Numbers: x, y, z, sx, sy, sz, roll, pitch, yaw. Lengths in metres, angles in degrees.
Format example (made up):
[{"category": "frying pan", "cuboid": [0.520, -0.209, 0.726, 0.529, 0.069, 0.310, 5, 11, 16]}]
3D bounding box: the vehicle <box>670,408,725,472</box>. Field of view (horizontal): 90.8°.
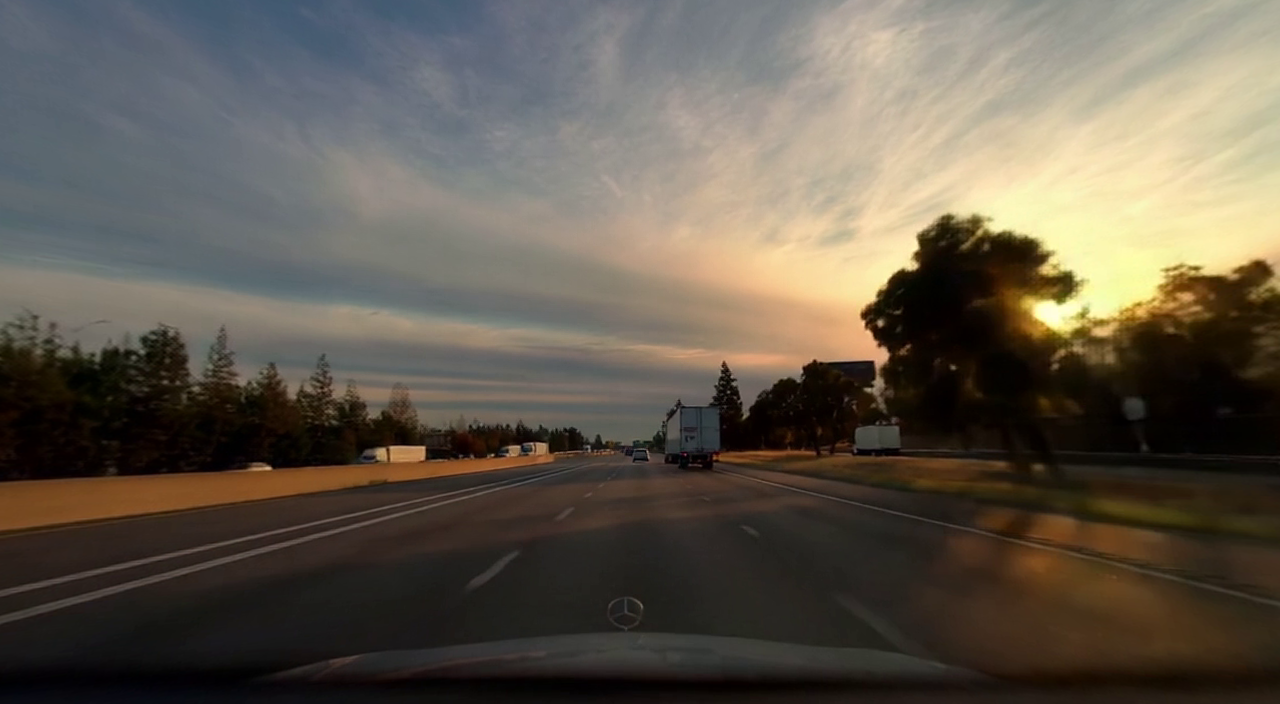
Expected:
[{"category": "vehicle", "cuboid": [4.175, 6.891, 49.102, 3.058, 4.312, 12.251, 0, -9, 0]}]
